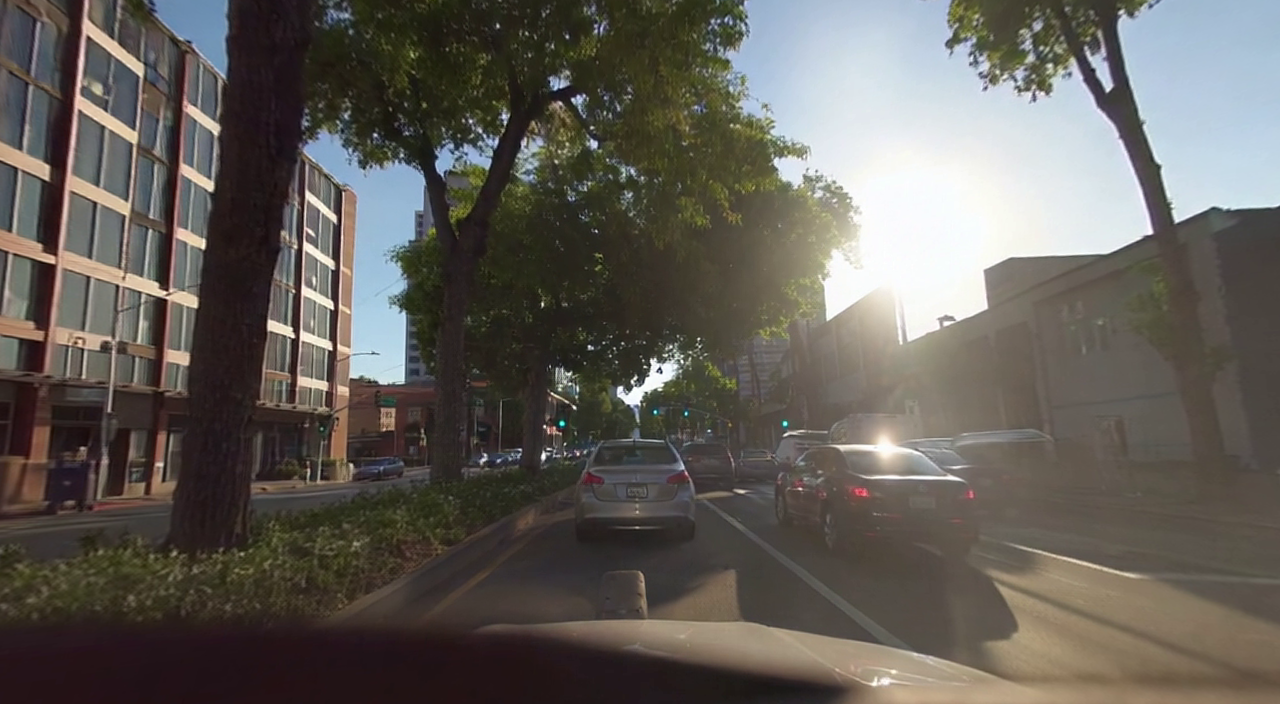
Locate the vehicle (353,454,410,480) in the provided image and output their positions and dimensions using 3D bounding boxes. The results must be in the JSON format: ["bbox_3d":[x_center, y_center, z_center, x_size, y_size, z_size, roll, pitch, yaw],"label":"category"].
[{"bbox_3d":[-16.648,7.393,40.929,1.864,1.489,4.346,0,-8,0],"label":"vehicle"}]

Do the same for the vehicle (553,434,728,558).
[{"bbox_3d":[-0.043,2.047,9.745,2.105,1.474,4.127,0,-8,-1],"label":"vehicle"}]

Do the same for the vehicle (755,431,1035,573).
[{"bbox_3d":[3.126,1.924,9.022,1.995,1.483,4.533,0,-8,-2],"label":"vehicle"}]
